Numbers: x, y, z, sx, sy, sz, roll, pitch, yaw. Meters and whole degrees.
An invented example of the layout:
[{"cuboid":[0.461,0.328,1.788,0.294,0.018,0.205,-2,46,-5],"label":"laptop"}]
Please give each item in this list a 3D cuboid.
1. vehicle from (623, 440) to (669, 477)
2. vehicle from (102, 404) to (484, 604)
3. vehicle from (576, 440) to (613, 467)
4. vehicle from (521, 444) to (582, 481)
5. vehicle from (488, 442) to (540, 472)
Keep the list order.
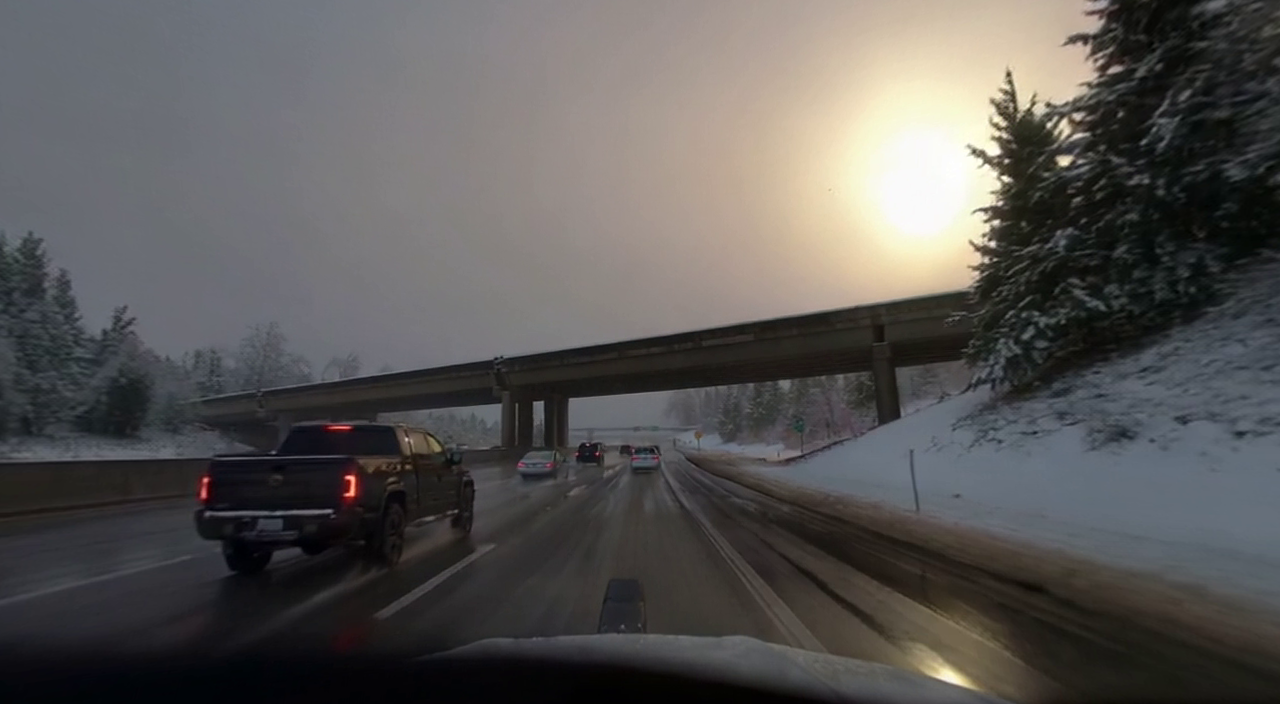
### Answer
[{"cuboid":[0.269,5.277,31.379,2.160,1.678,4.178,0,-8,0],"label":"vehicle"},{"cuboid":[-3.648,1.672,7.881,2.161,1.759,4.482,0,-8,1],"label":"vehicle"},{"cuboid":[-3.236,7.385,45.836,2.237,1.841,4.683,0,-8,1],"label":"vehicle"},{"cuboid":[-3.850,4.878,28.012,1.997,1.490,4.471,0,-8,1],"label":"vehicle"},{"cuboid":[-7.507,6.287,37.907,2.085,1.713,4.436,0,-8,1],"label":"vehicle"}]
